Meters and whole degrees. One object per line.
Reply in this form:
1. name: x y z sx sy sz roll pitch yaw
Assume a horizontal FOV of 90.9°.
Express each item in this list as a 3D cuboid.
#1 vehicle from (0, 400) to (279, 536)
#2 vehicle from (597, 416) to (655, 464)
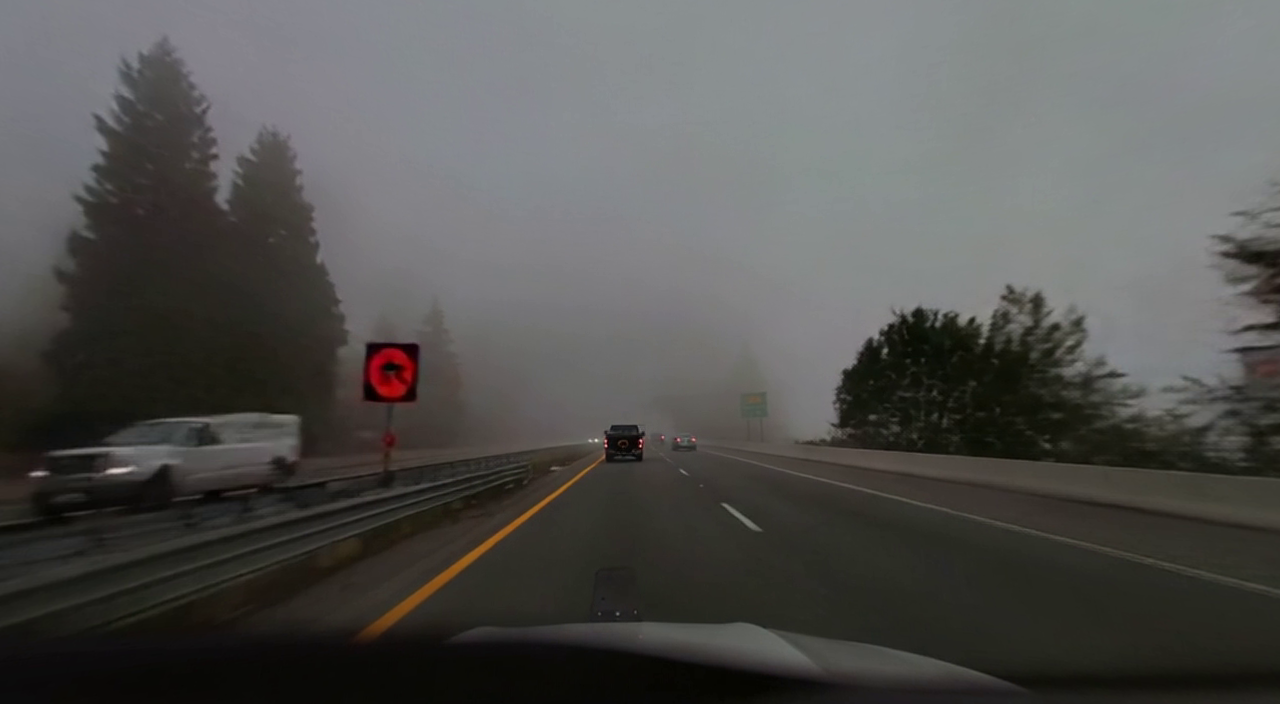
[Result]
1. vehicle: -9.118 1.974 11.465 2.120 1.905 5.052 0 -8 -1
2. vehicle: -0.659 4.124 29.504 2.503 2.044 4.633 0 -8 -1
